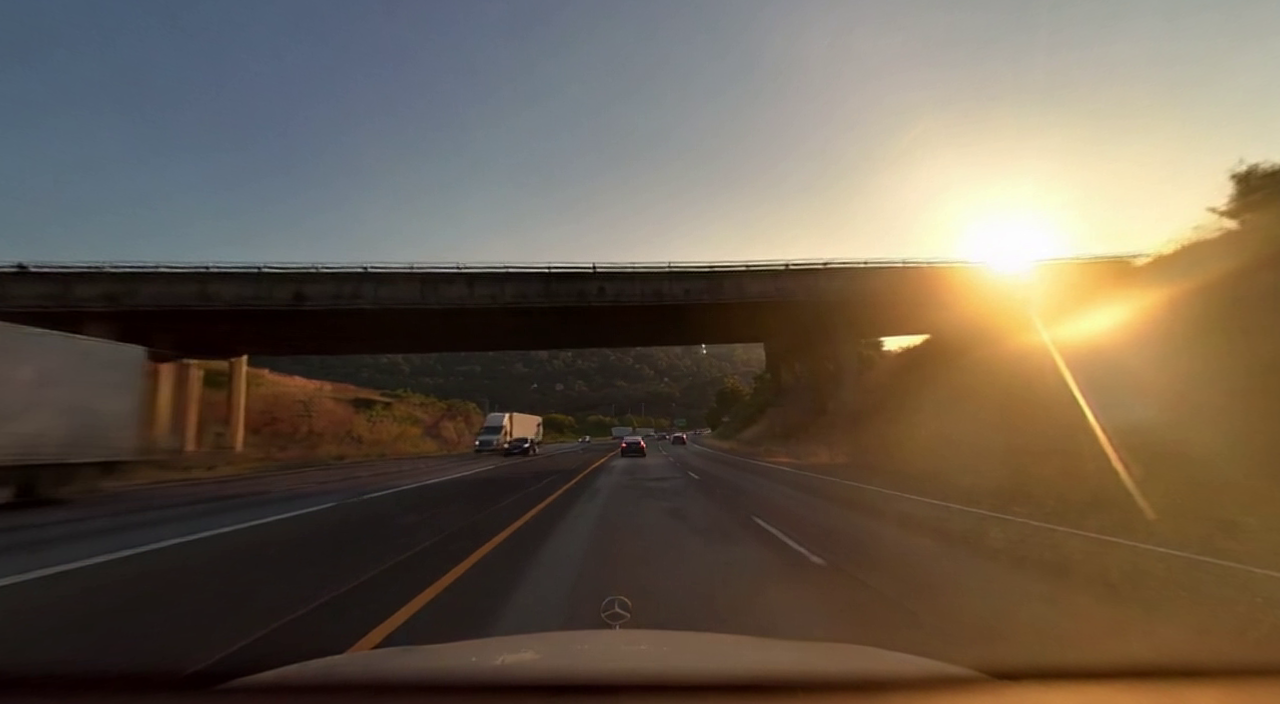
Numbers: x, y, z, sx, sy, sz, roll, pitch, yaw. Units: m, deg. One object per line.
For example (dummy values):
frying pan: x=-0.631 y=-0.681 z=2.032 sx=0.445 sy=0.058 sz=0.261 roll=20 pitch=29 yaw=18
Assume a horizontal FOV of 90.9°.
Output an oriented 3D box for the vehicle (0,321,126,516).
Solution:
vehicle: x=-13.968 y=0.921 z=9.424 sx=2.764 sy=3.825 sz=11.730 roll=0 pitch=-7 yaw=-1

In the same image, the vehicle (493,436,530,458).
vehicle: x=-8.733 y=6.470 z=43.020 sx=1.790 sy=1.375 sz=3.778 roll=0 pitch=-7 yaw=-1

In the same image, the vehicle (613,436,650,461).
vehicle: x=-0.521 y=5.568 z=36.675 sx=1.996 sy=1.325 sz=4.029 roll=0 pitch=-7 yaw=-1
